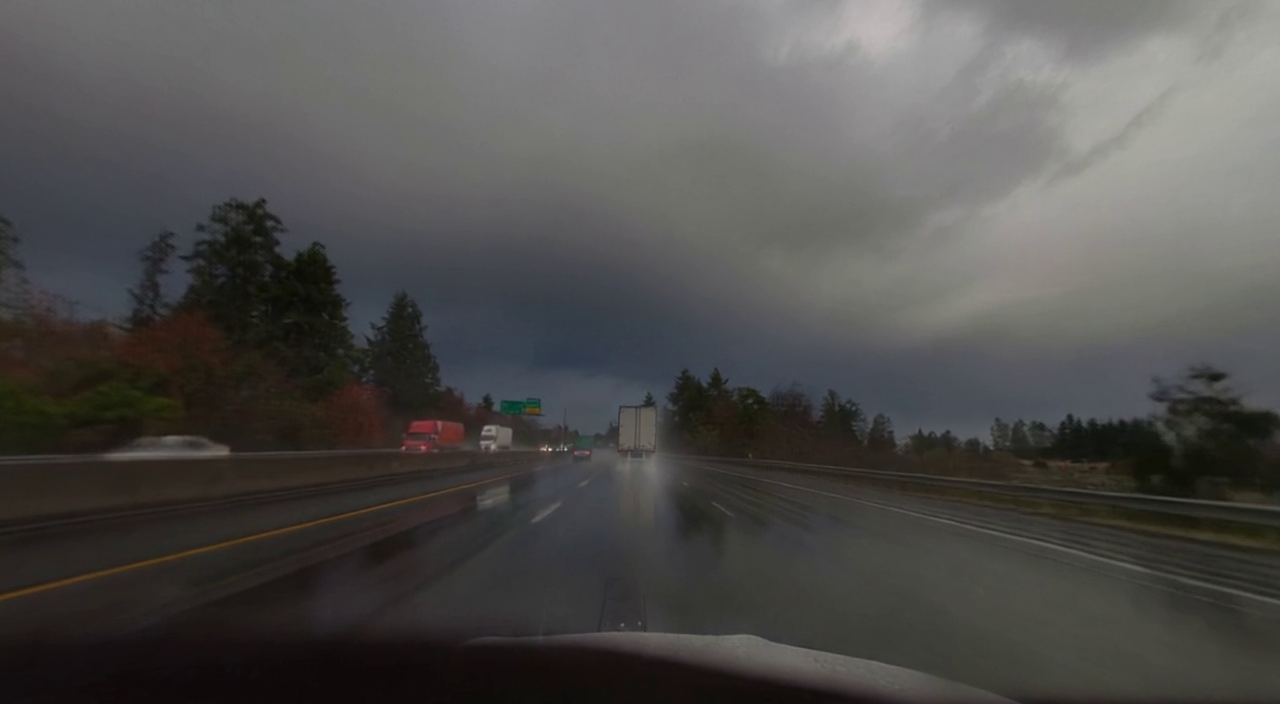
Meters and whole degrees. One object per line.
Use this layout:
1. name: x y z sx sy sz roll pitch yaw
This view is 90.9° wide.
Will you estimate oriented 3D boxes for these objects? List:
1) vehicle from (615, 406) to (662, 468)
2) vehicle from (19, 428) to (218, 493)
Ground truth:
1. vehicle: -0.222 6.244 45.554 2.962 3.953 10.696 0 -9 -1
2. vehicle: -13.128 2.757 16.264 1.770 1.469 3.967 0 -9 -1
